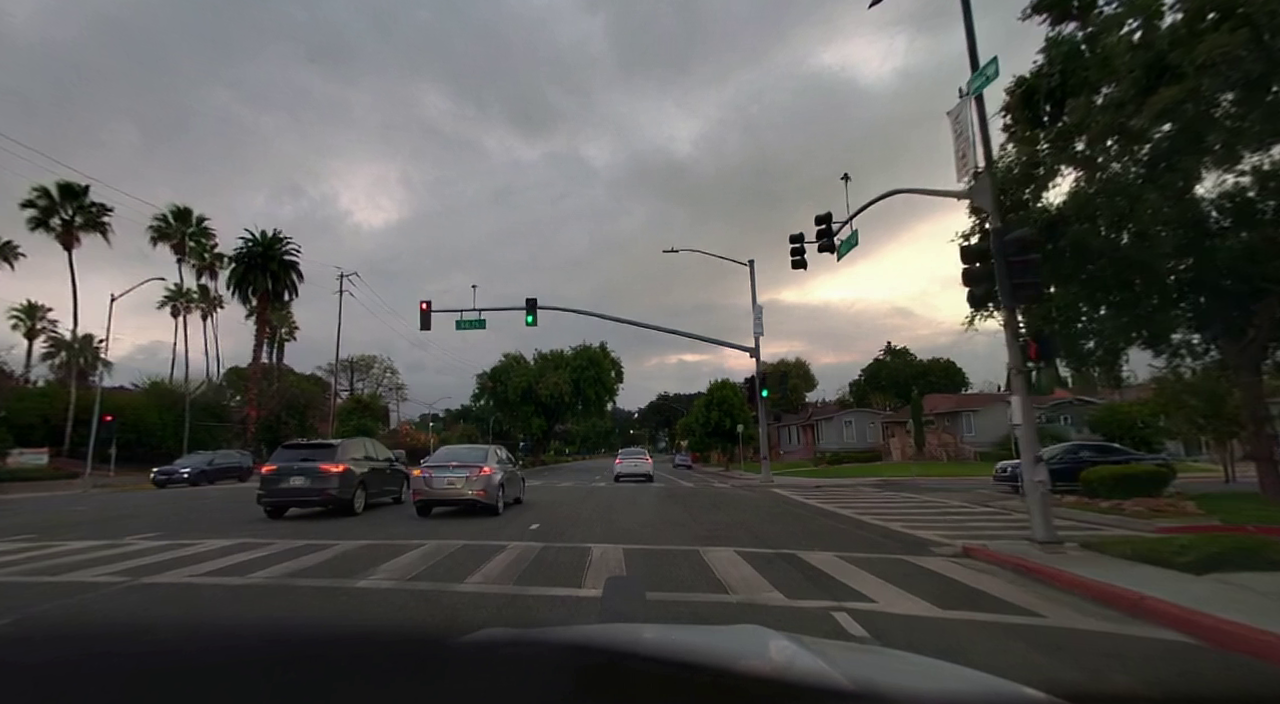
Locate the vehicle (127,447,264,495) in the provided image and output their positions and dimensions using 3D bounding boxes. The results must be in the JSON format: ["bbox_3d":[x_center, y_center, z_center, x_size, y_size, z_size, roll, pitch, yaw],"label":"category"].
[{"bbox_3d":[-18.590,4.963,26.691,2.323,1.828,4.675,0,-9,0],"label":"vehicle"}]

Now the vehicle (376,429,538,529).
[{"bbox_3d":[-3.749,2.688,13.928,2.116,1.806,4.516,0,-9,1],"label":"vehicle"}]

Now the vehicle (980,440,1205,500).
[{"bbox_3d":[12.336,3.230,17.436,4.649,1.496,2.061,0,-9,-1],"label":"vehicle"}]

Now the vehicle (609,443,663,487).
[{"bbox_3d":[-0.177,5.102,28.672,2.280,1.803,4.240,0,-9,0],"label":"vehicle"}]

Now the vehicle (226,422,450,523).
[{"bbox_3d":[-7.094,2.935,15.988,2.457,2.010,6.330,0,-9,1],"label":"vehicle"}]
